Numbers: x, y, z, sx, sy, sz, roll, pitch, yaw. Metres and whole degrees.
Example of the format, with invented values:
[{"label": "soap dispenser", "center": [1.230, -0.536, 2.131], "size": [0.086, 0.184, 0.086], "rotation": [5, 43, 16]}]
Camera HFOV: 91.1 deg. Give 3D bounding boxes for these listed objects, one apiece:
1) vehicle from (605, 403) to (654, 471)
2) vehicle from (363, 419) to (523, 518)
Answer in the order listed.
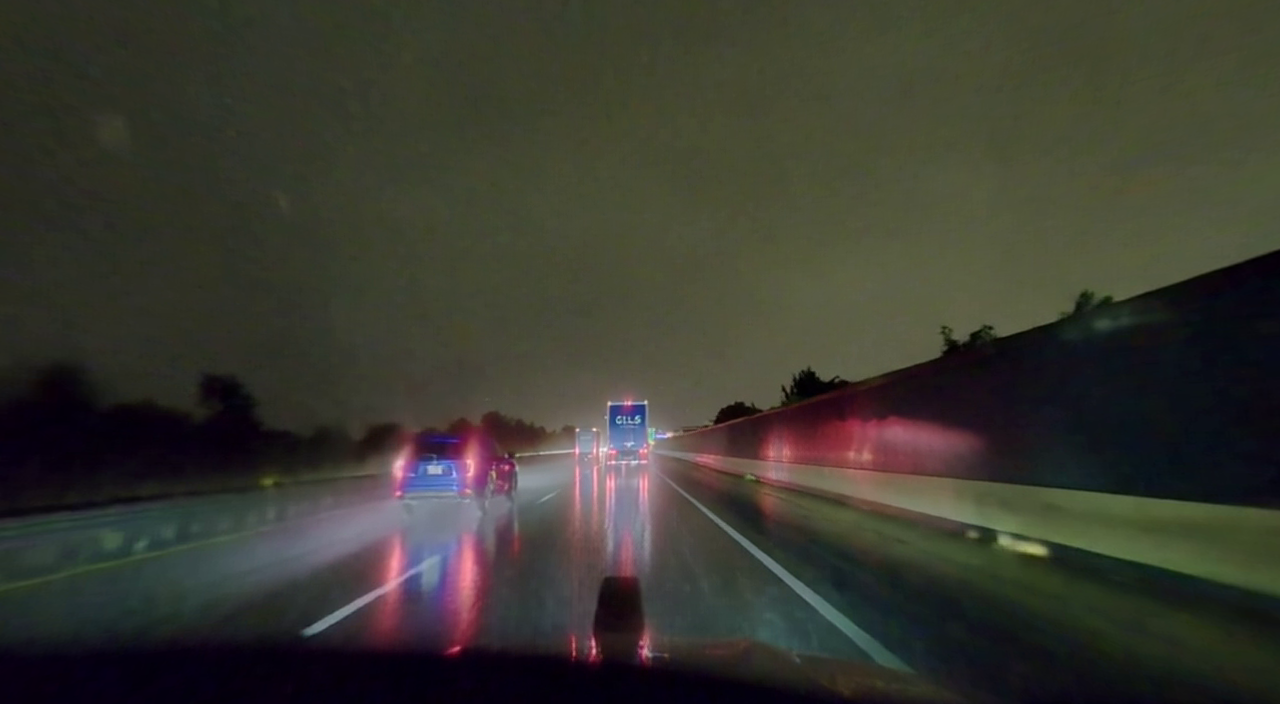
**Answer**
[{"label": "vehicle", "center": [-0.709, 5.839, 42.467], "size": [2.923, 4.007, 9.760], "rotation": [0, -9, -1]}, {"label": "vehicle", "center": [-4.423, 2.733, 15.197], "size": [2.226, 1.935, 5.130], "rotation": [0, -9, -1]}]
